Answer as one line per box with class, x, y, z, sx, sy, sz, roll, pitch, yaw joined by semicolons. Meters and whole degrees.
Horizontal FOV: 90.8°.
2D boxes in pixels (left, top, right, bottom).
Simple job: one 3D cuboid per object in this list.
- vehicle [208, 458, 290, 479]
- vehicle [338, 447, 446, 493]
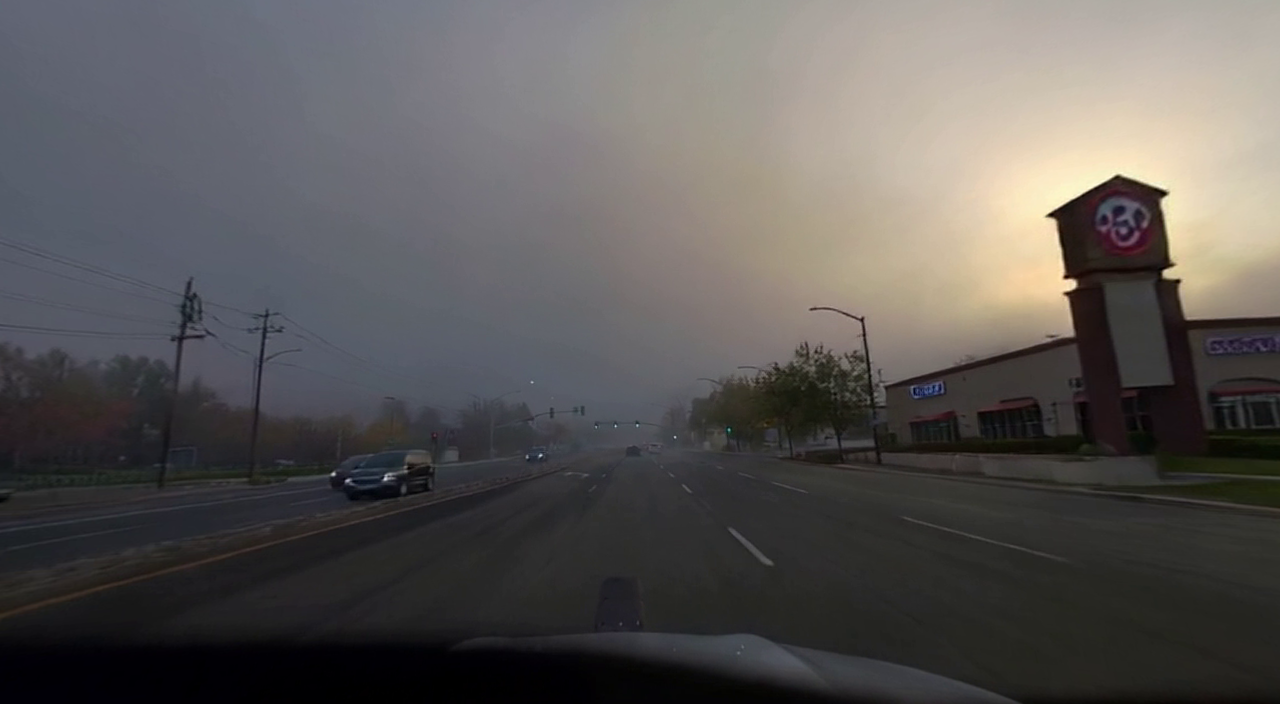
vehicle;-28.239;8.425;45.763;4.511;1.480;1.959;1;-9;-7
vehicle;-8.799;4.206;22.950;2.065;1.504;4.593;0;-9;0
